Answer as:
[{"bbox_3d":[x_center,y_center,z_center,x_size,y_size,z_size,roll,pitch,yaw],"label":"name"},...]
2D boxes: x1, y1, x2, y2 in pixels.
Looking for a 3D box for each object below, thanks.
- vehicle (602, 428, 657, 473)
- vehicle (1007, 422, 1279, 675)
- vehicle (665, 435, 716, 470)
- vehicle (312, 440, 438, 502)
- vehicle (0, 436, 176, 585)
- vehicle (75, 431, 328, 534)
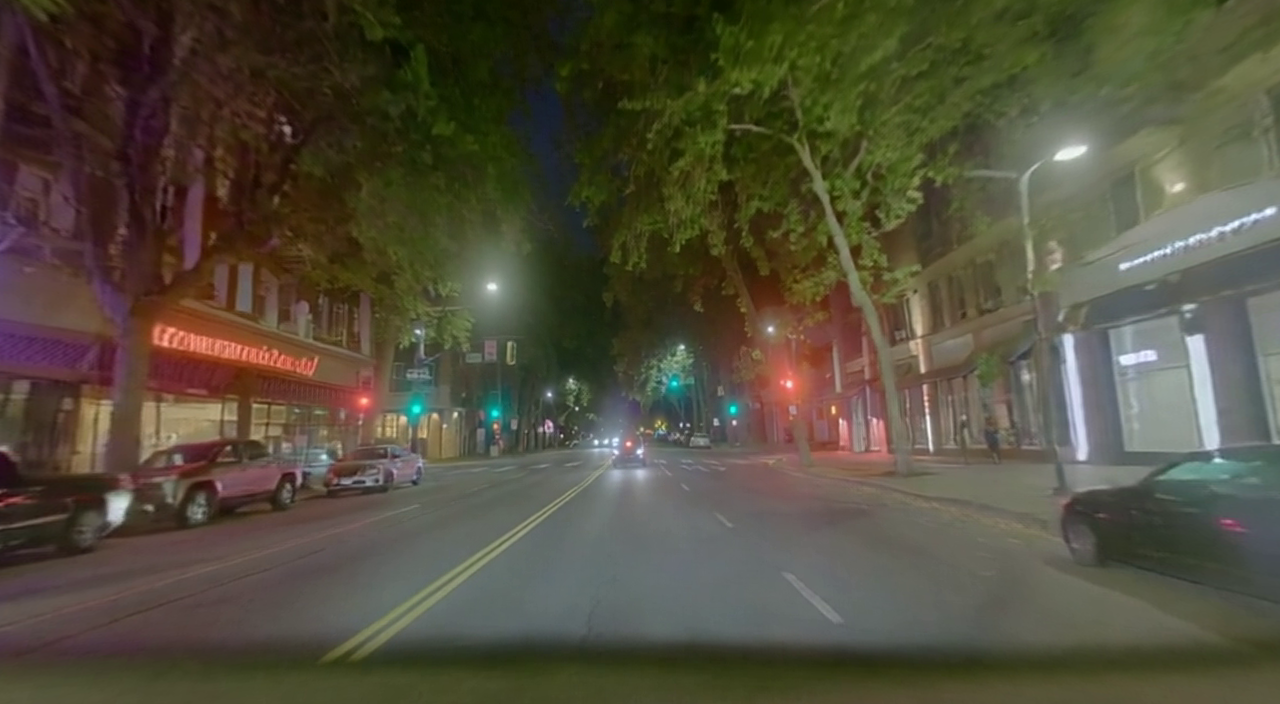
[{"bbox_3d":[-0.475,4.470,28.814,2.301,1.854,4.919,0,-9,-1],"label":"vehicle"},{"bbox_3d":[5.502,1.332,4.318,2.266,1.705,5.998,0,-8,-1],"label":"vehicle"},{"bbox_3d":[2.350,4.841,30.634,1.998,1.580,4.015,0,-9,-2],"label":"vehicle"},{"bbox_3d":[-9.668,4.385,23.770,2.048,1.985,6.011,0,-9,0],"label":"vehicle"},{"bbox_3d":[-9.341,2.037,8.162,2.305,1.883,5.580,0,-10,2],"label":"vehicle"},{"bbox_3d":[-9.692,2.907,14.781,1.980,1.931,5.487,0,-9,-1],"label":"vehicle"}]
